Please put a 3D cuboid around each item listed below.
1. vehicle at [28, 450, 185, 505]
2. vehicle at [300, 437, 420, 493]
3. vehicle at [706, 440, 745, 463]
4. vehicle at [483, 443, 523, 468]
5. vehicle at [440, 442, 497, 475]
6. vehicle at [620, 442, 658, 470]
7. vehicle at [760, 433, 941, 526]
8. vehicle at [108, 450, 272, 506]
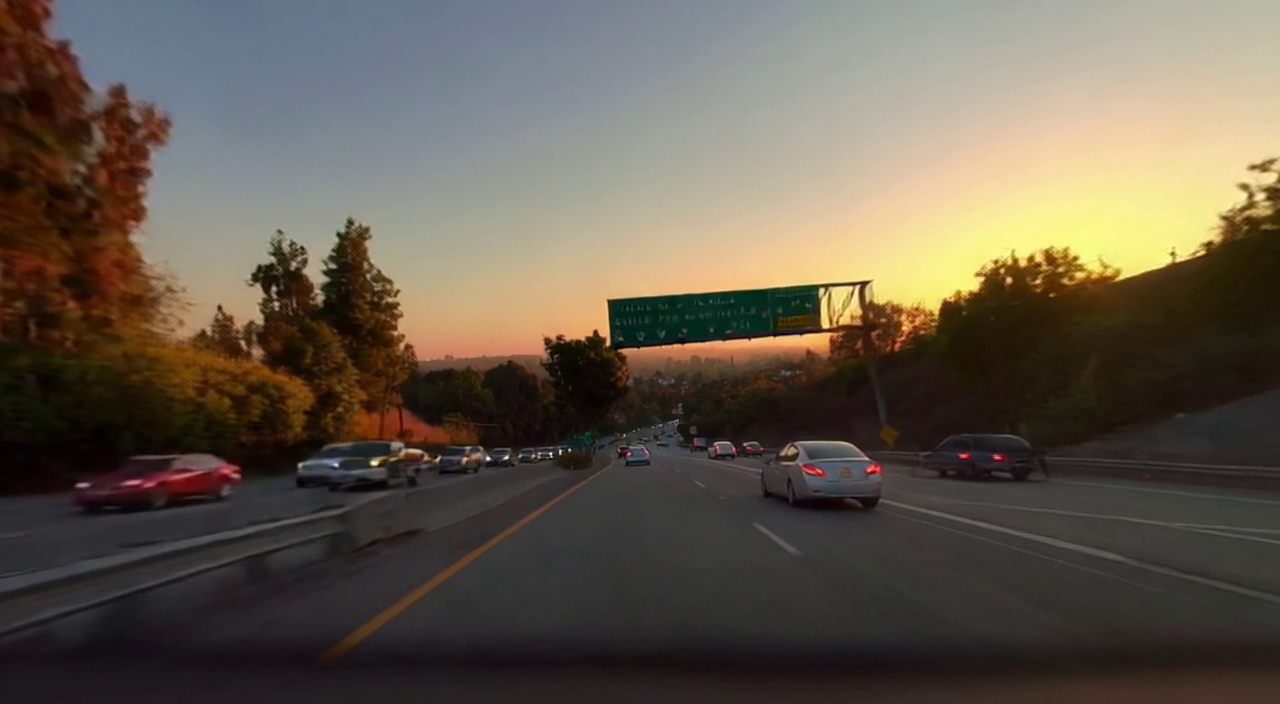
[{"bbox_3d":[-17.425,4.064,20.911,1.908,1.554,3.757,1,-8,-2],"label":"vehicle"},{"bbox_3d":[-10.183,4.126,23.503,2.212,1.815,4.785,1,-8,0],"label":"vehicle"},{"bbox_3d":[6.309,7.382,47.057,2.094,1.652,3.955,1,-8,-3],"label":"vehicle"},{"bbox_3d":[-10.319,7.821,48.011,2.017,1.735,4.581,1,-8,-1],"label":"vehicle"},{"bbox_3d":[-9.709,6.035,36.101,2.082,1.698,4.357,1,-8,-1],"label":"vehicle"},{"bbox_3d":[-0.114,6.108,37.418,2.090,1.510,4.280,1,-8,-1],"label":"vehicle"},{"bbox_3d":[3.874,2.406,12.560,1.972,1.488,4.335,1,-8,-2],"label":"vehicle"},{"bbox_3d":[-13.654,3.803,19.588,1.821,1.437,4.457,1,-8,0],"label":"vehicle"}]
